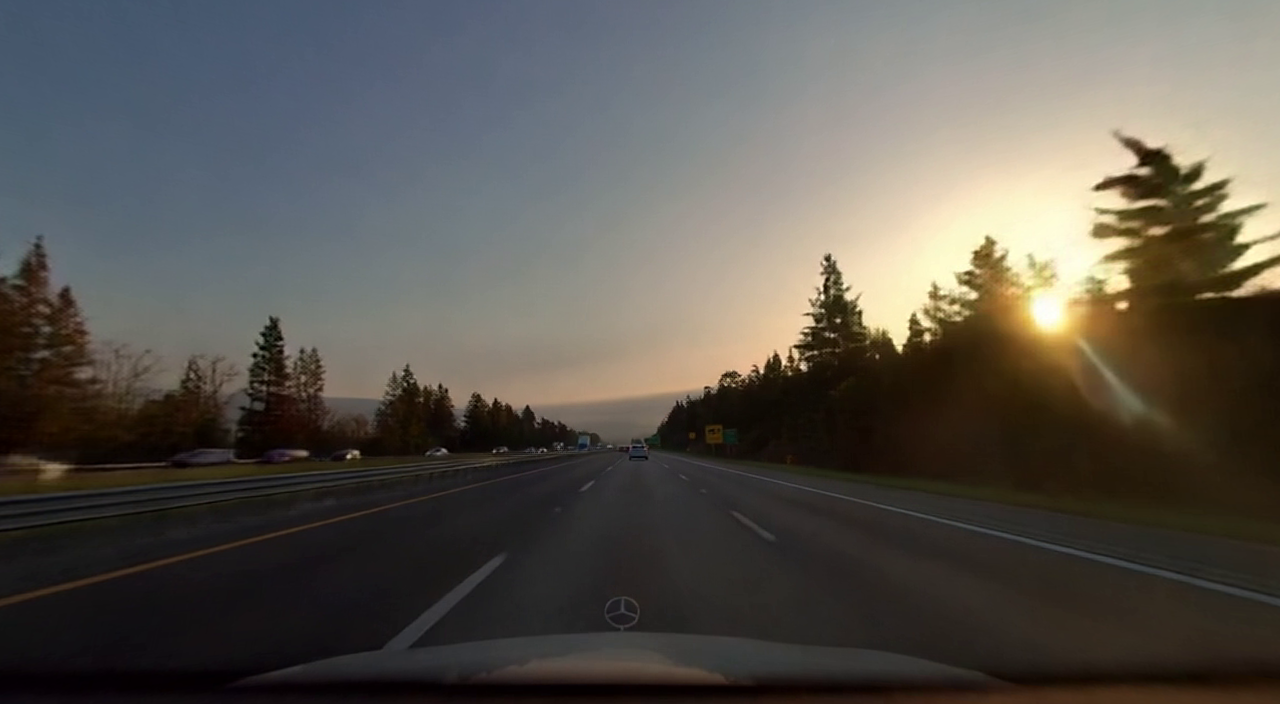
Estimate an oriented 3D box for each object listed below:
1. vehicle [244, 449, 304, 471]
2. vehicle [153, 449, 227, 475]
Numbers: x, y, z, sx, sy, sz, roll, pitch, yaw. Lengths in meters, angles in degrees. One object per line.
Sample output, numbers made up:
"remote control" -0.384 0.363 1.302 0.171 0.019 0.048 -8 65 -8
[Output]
"vehicle" -28.498 8.386 49.329 1.915 1.618 4.602 0 -9 -1
"vehicle" -32.359 7.880 45.613 1.909 1.733 4.545 0 -9 0
